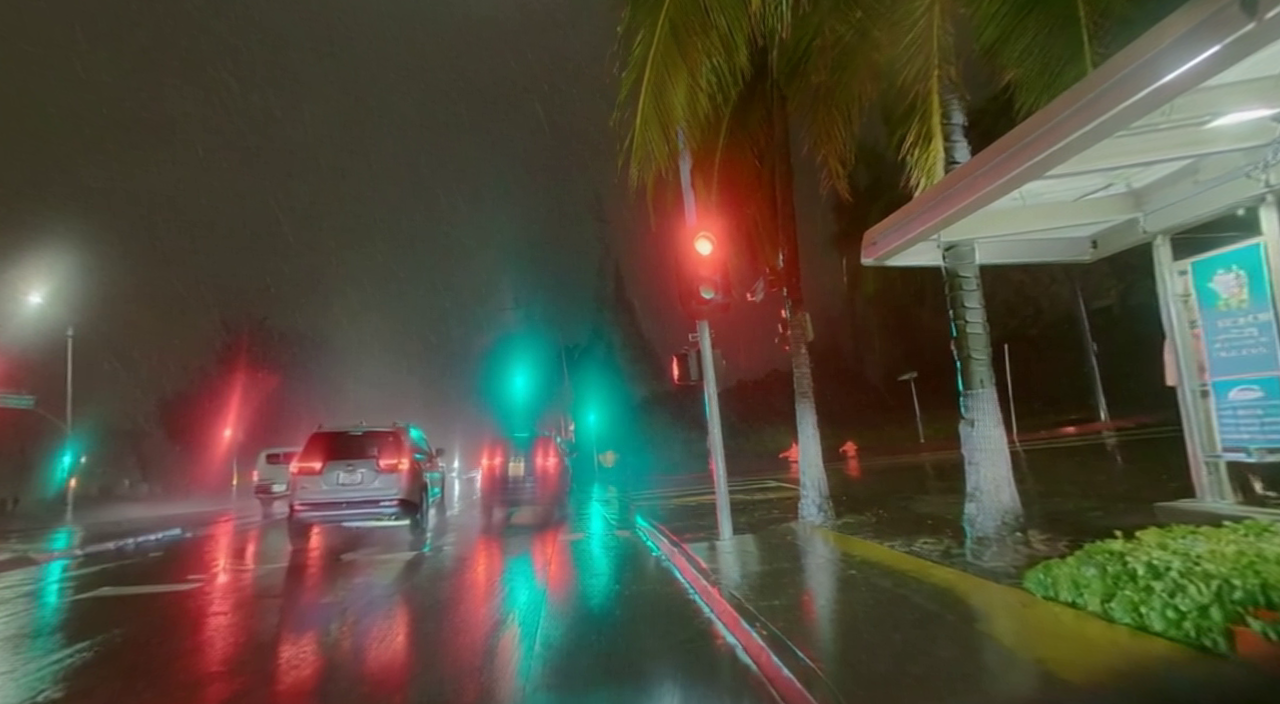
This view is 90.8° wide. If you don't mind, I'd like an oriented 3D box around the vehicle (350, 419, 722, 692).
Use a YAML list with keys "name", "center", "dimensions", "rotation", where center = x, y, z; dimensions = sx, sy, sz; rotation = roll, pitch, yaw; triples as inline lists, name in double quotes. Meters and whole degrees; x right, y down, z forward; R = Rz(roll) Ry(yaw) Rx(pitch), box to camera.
- name: "vehicle"
  center: [-0.844, 1.445, 5.759]
  dimensions: [2.065, 1.467, 4.289]
  rotation: [1, -9, -8]

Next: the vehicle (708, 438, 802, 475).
- name: "vehicle"
  center: [5.541, 5.080, 30.761]
  dimensions: [3.987, 1.636, 1.903]
  rotation: [1, -10, -14]
